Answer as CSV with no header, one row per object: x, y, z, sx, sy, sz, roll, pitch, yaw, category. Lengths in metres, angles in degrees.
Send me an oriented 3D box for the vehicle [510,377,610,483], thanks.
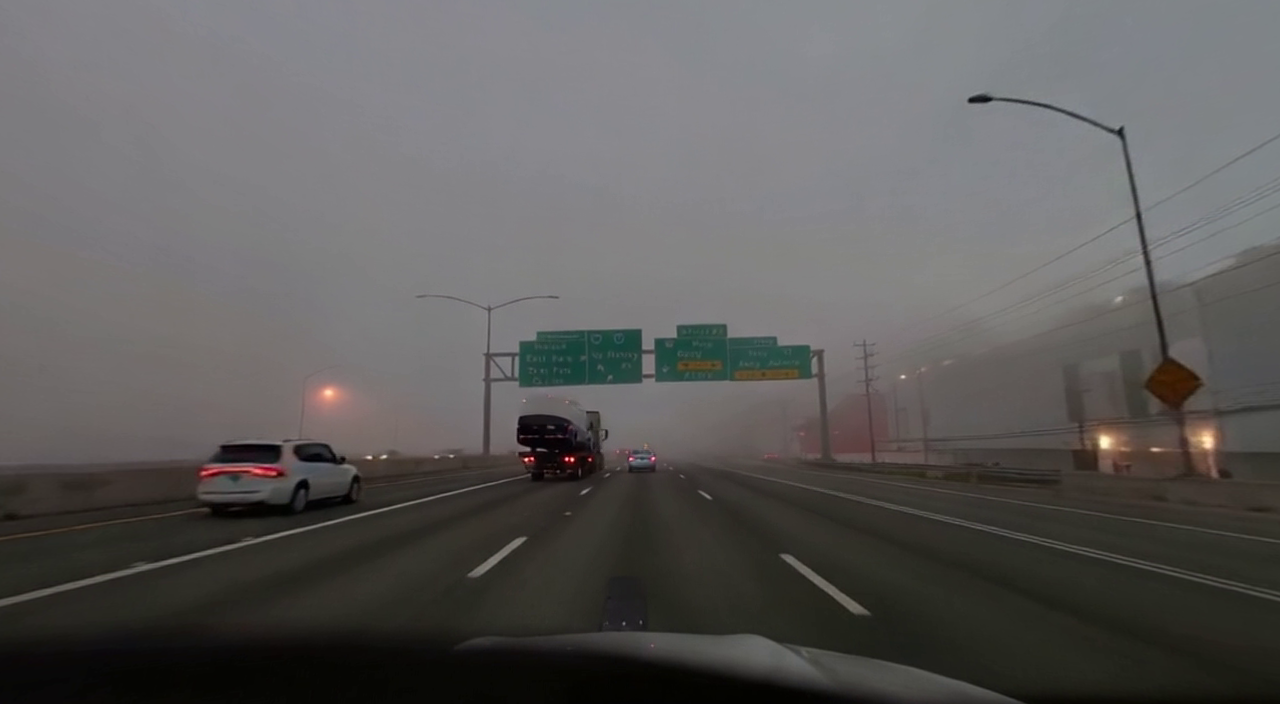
-3.630,4.349,33.878,2.888,4.308,16.259,0,-8,1,vehicle

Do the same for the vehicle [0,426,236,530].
-10.534,2.405,12.606,1.997,1.692,4.294,0,-8,0,vehicle

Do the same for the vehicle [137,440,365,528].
-7.538,2.559,12.836,1.945,1.482,4.109,0,-8,1,vehicle

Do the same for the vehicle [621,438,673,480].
0.325,5.034,30.047,2.279,1.837,4.747,0,-8,0,vehicle
